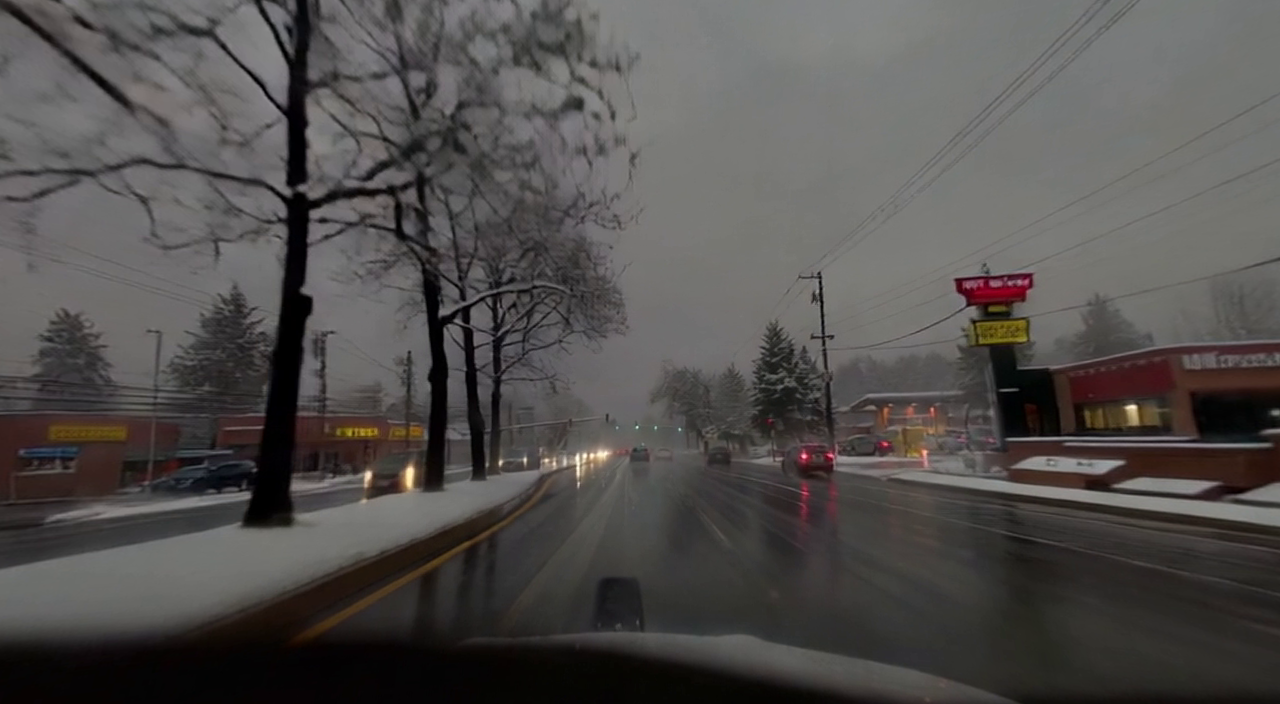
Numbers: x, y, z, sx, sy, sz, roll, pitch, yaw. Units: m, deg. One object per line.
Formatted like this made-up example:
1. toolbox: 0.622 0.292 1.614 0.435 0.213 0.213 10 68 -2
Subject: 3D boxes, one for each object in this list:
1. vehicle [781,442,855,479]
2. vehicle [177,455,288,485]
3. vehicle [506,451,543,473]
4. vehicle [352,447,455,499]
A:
1. vehicle: 9.371 5.713 33.789 2.358 1.785 5.404 0 -8 0
2. vehicle: -28.436 8.237 44.273 6.009 1.888 2.416 0 -8 -2
3. vehicle: -8.514 8.147 46.900 1.888 1.454 4.420 0 -8 1
4. vehicle: -8.558 4.382 23.355 2.113 1.703 4.459 0 -8 0
